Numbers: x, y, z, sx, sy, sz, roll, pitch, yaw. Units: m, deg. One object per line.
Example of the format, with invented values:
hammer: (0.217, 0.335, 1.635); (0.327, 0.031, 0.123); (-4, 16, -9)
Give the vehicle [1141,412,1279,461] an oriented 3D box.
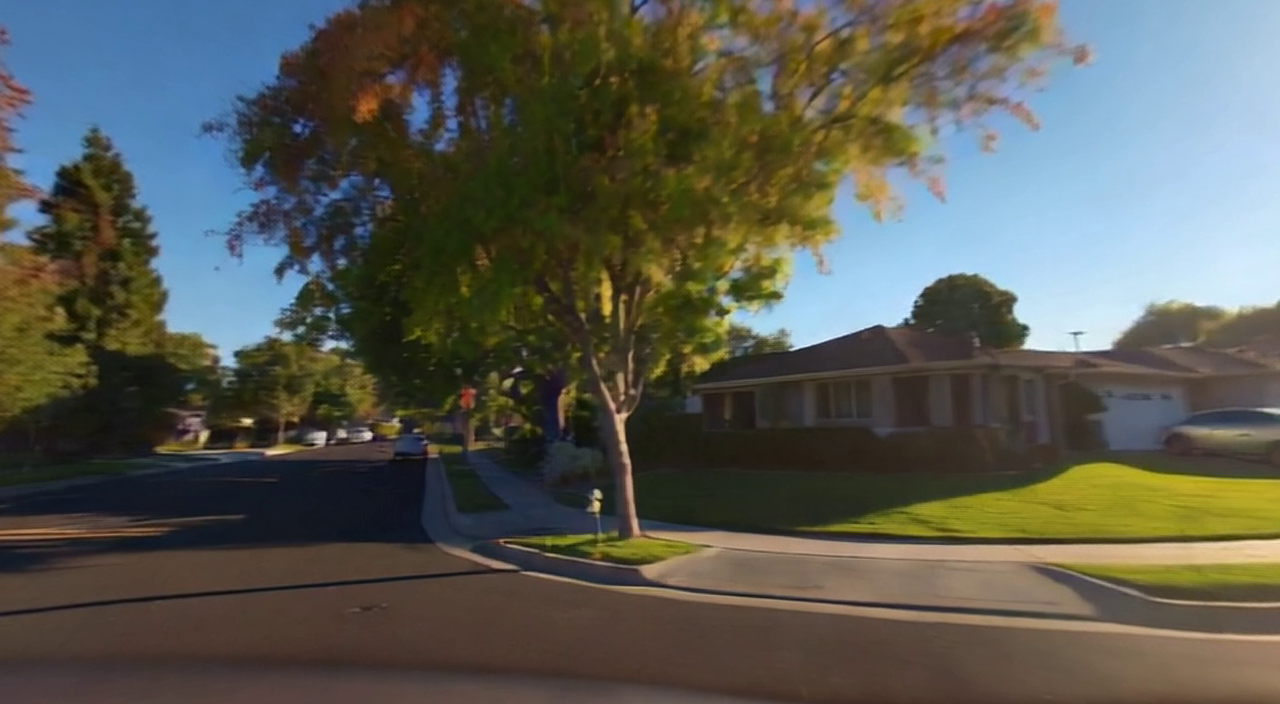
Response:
vehicle: (19.784, 2.853, 21.087); (1.844, 1.495, 4.404); (2, -9, -17)
